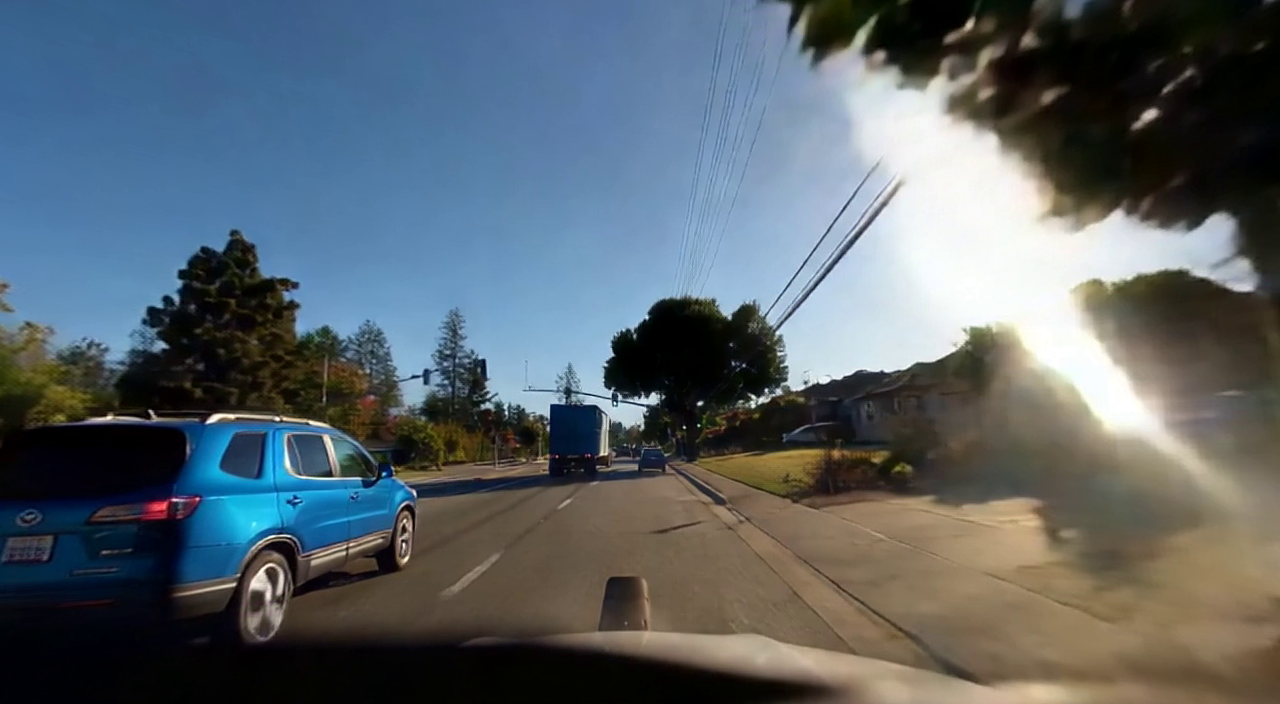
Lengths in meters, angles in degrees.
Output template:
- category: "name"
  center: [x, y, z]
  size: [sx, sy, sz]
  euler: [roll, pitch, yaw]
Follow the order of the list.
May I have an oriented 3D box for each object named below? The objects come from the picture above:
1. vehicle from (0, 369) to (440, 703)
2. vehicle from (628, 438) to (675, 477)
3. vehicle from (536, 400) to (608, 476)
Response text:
- category: "vehicle"
  center: [-3.632, 1.341, 5.663]
  size: [2.093, 1.832, 4.508]
  euler: [0, -9, 1]
- category: "vehicle"
  center: [0.548, 5.156, 30.971]
  size: [2.174, 1.749, 4.113]
  euler: [0, -9, 1]
- category: "vehicle"
  center: [-3.526, 4.869, 35.203]
  size: [2.928, 3.658, 8.980]
  euler: [0, -9, 0]
